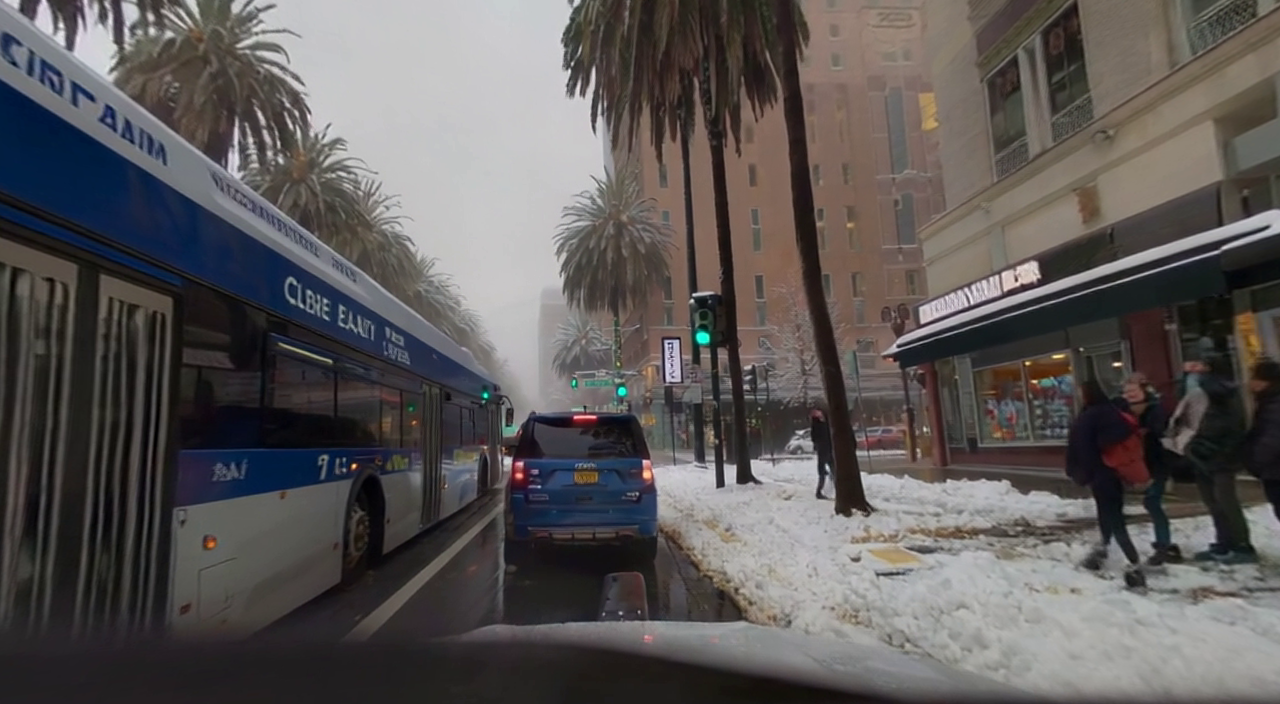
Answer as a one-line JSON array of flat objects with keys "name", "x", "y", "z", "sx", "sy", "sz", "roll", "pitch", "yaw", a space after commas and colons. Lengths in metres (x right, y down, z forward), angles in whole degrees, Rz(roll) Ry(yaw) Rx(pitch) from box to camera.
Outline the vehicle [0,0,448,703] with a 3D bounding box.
[{"name": "vehicle", "x": -3.825, "y": 0.158, "z": 3.241, "sx": 2.863, "sy": 3.233, "sz": 11.573, "roll": 1, "pitch": -8, "yaw": -4}]

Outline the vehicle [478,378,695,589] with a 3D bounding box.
[{"name": "vehicle", "x": -0.804, "y": 1.512, "z": 8.023, "sx": 2.002, "sy": 1.907, "sz": 4.211, "roll": 1, "pitch": -9, "yaw": -9}]
